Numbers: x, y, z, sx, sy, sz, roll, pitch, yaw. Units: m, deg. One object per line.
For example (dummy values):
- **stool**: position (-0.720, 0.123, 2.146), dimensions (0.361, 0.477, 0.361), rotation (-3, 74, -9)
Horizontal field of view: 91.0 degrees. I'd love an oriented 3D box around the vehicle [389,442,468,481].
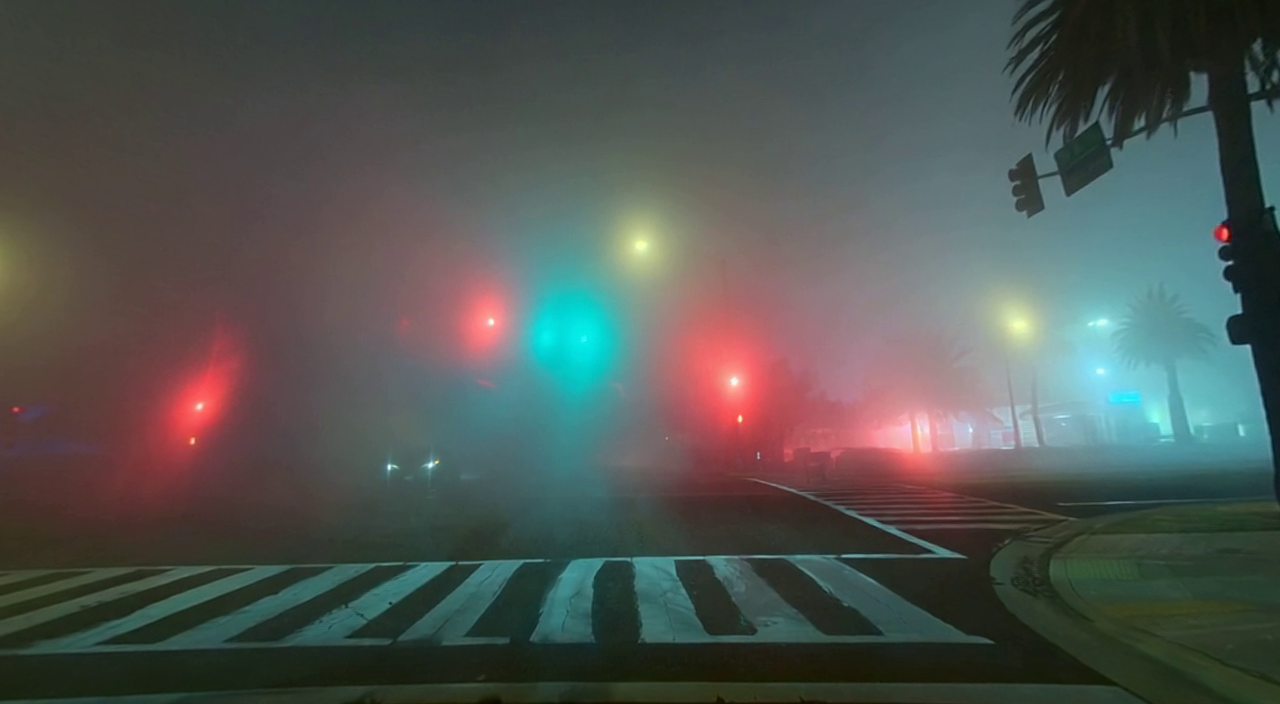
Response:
- **vehicle**: position (-10.742, 5.587, 32.370), dimensions (2.270, 1.833, 4.860), rotation (0, -9, 1)
